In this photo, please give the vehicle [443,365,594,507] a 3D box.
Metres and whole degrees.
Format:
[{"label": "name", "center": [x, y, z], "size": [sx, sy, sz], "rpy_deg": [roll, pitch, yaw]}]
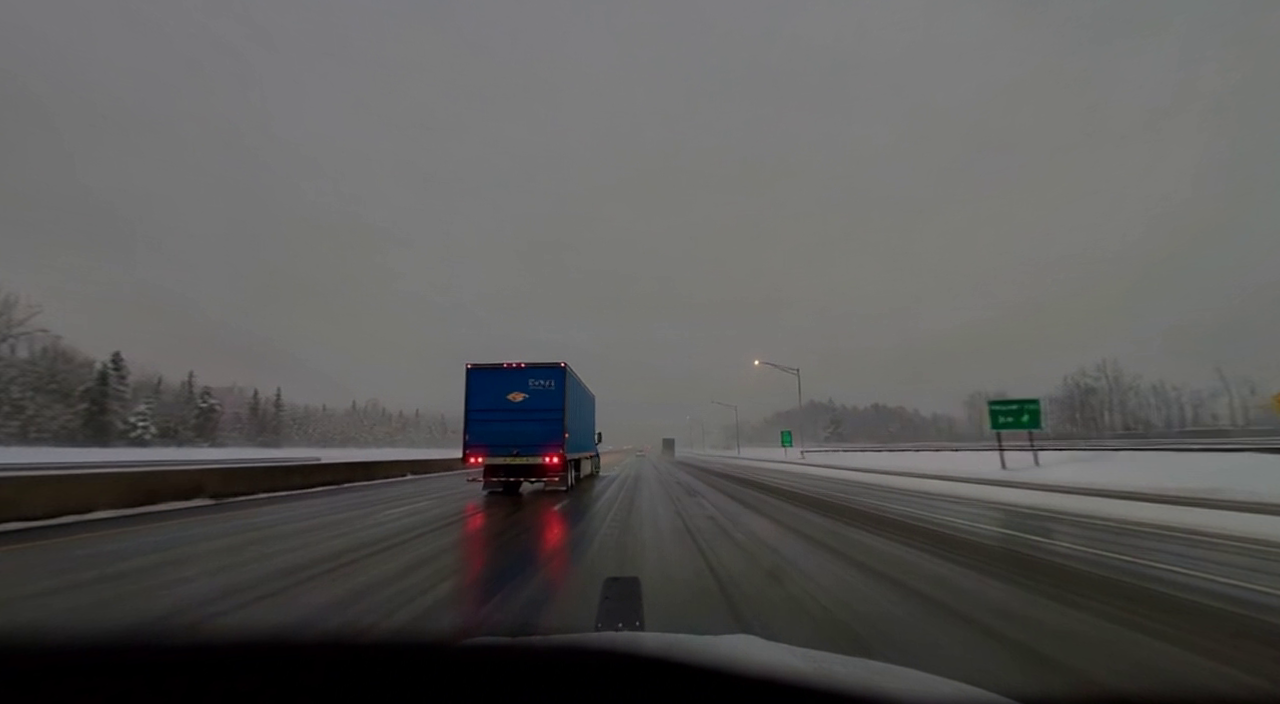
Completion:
[{"label": "vehicle", "center": [-3.240, 2.669, 19.532], "size": [2.922, 3.458, 8.360], "rpy_deg": [0, -9, 0]}]
